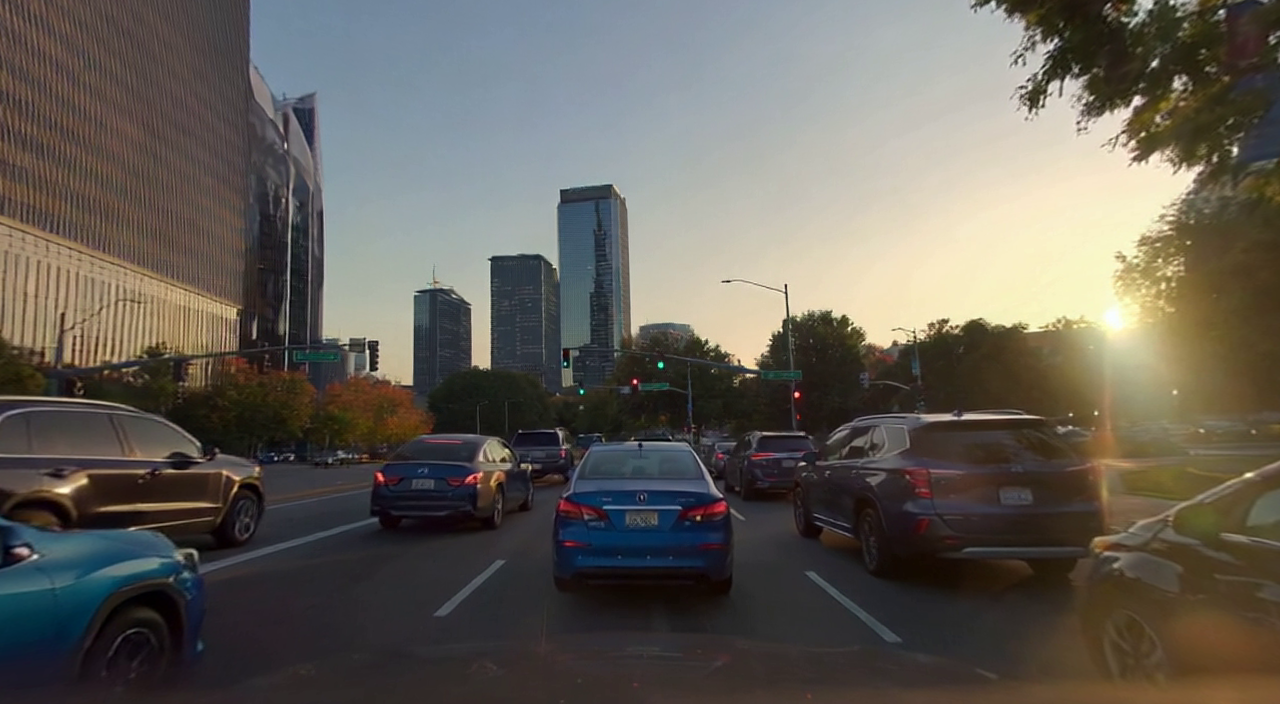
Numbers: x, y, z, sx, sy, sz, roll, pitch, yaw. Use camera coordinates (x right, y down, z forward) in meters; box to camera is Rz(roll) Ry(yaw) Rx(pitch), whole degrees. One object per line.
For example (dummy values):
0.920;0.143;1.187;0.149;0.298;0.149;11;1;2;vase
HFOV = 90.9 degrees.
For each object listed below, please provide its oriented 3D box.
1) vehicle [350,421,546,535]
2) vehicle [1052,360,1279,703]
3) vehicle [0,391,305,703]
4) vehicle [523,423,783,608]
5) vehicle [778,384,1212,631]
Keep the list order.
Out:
-3.306;2.282;12.028;2.168;1.719;4.561;-1;-8;2;vehicle
2.878;0.595;0.452;2.051;1.548;4.532;0;-8;0;vehicle
-3.359;0.845;1.827;2.144;1.505;4.635;-1;-9;1;vehicle
0.094;1.656;7.270;2.147;1.507;3.953;0;-8;0;vehicle
3.071;1.451;6.838;2.108;1.785;4.334;0;-9;-1;vehicle
